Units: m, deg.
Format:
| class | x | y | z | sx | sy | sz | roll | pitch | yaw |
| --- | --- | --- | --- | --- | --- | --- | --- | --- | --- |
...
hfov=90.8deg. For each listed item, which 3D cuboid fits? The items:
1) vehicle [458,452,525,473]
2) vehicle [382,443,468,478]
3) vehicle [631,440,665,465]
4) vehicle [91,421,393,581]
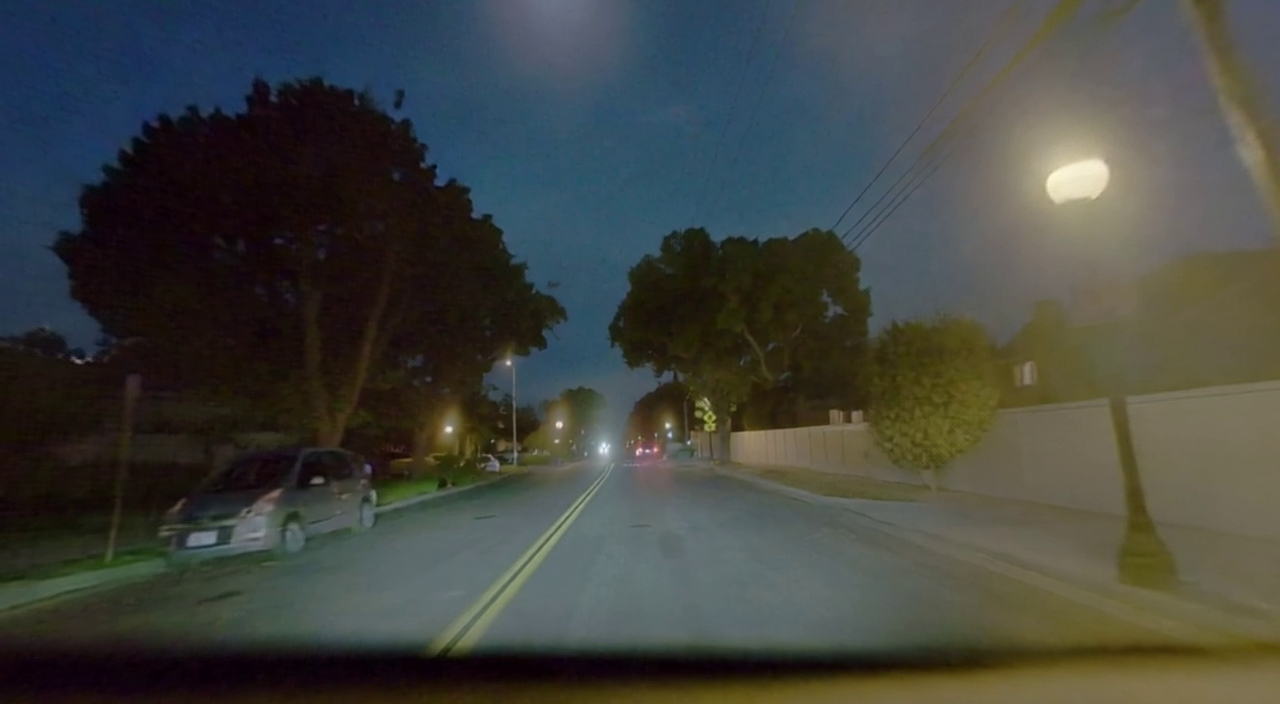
| class | x | y | z | sx | sy | sz | roll | pitch | yaw |
| --- | --- | --- | --- | --- | --- | --- | --- | --- | --- |
| vehicle | -11.624 | 8.669 | 49.640 | 4.676 | 1.484 | 2.068 | -2 | -8 | 14 |
| vehicle | -16.290 | 8.208 | 48.026 | 5.586 | 2.532 | 2.444 | -2 | -8 | 10 |
| vehicle | 0.464 | 6.336 | 40.099 | 2.022 | 1.481 | 4.050 | 0 | -8 | -1 |
| vehicle | -5.767 | 2.216 | 10.017 | 2.027 | 1.803 | 4.306 | -4 | -10 | -1 |
